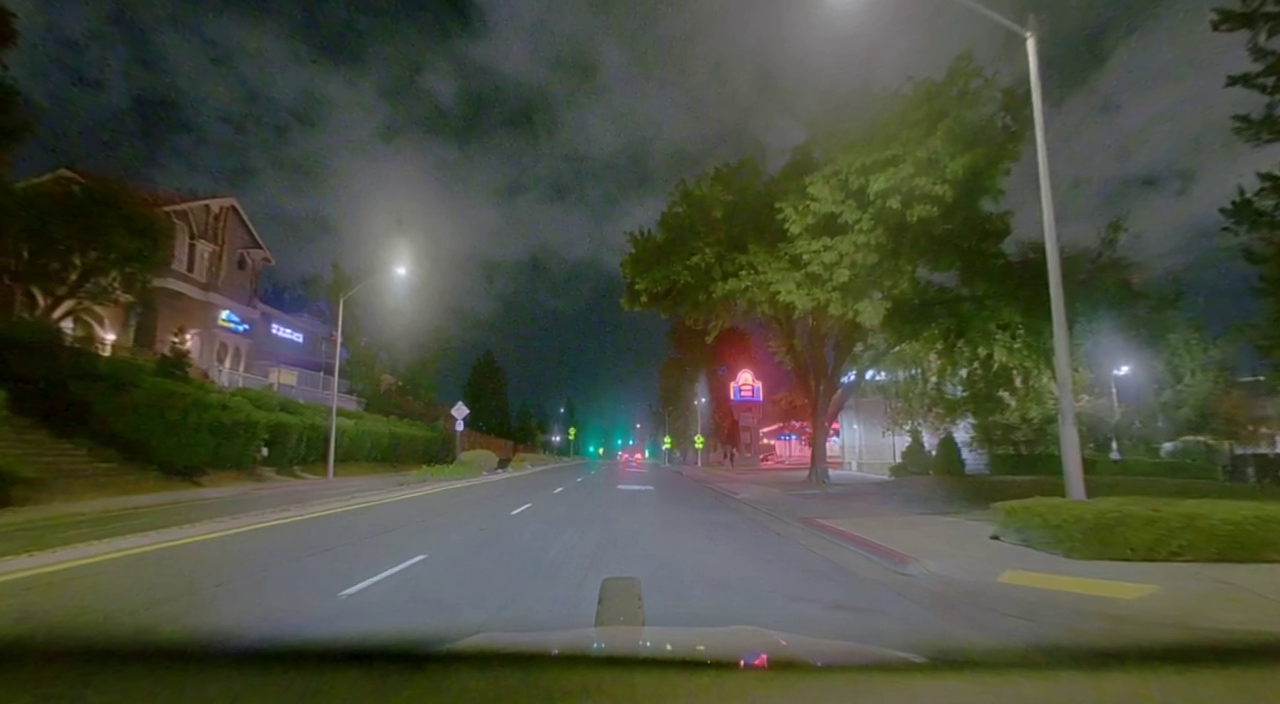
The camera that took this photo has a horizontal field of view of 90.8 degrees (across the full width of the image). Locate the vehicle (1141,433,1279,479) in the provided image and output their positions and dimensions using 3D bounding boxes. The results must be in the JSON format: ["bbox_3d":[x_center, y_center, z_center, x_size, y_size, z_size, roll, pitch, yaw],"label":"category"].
[{"bbox_3d":[20.922,3.695,22.653,2.095,1.466,4.764,0,-9,2],"label":"vehicle"}]
